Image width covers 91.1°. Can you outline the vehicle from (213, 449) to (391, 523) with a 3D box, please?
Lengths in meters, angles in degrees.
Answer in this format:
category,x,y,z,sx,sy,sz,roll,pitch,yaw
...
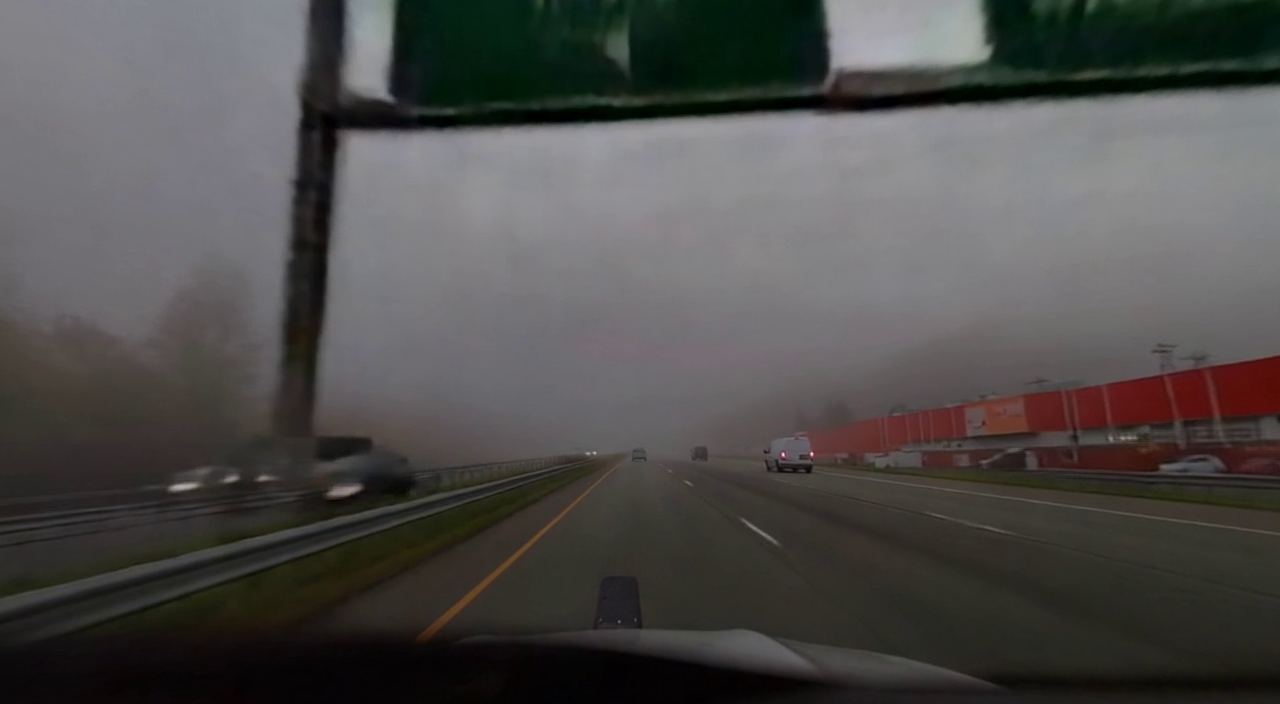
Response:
category,x,y,z,sx,sy,sz,roll,pitch,yaw
vehicle,-7.987,3.162,15.441,1.971,1.520,4.310,0,-9,0

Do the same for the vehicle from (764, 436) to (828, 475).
category,x,y,z,sx,sy,sz,roll,pitch,yaw
vehicle,8.351,5.608,34.164,2.156,1.943,5.010,0,-9,0

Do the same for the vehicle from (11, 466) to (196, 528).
category,x,y,z,sx,sy,sz,roll,pitch,yaw
vehicle,-15.733,4.232,18.805,1.862,1.517,4.136,0,-9,0
